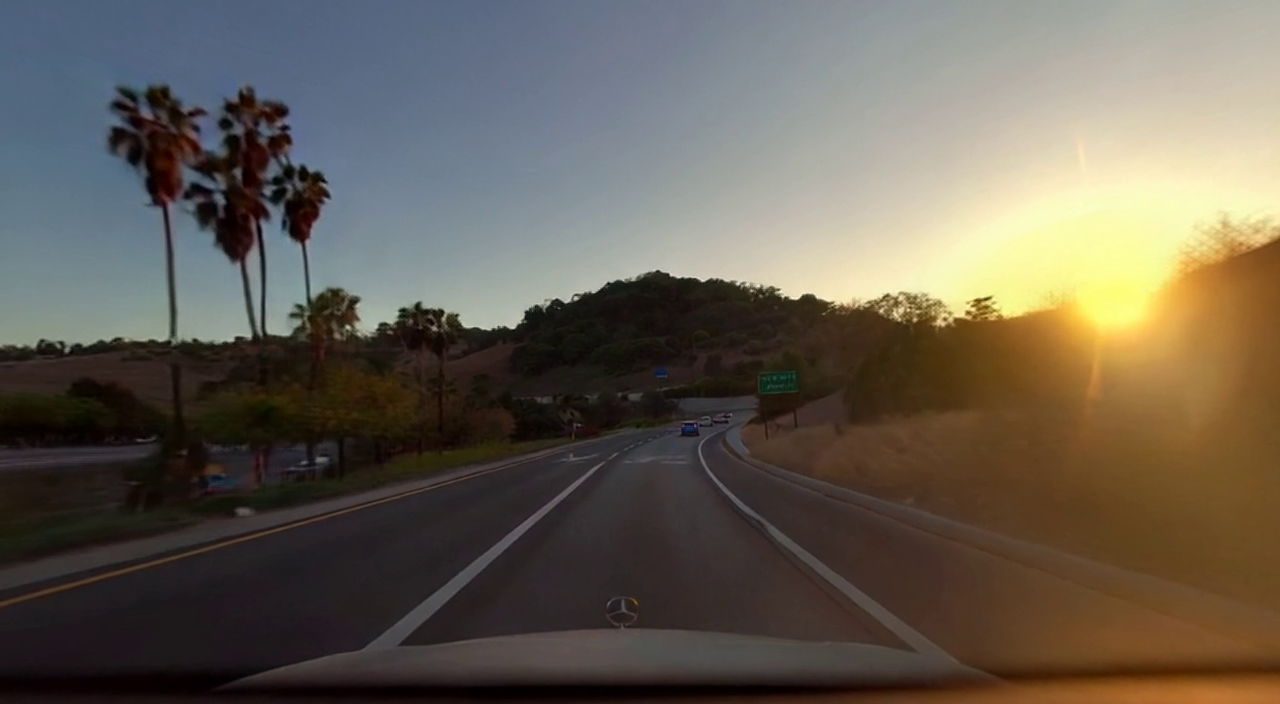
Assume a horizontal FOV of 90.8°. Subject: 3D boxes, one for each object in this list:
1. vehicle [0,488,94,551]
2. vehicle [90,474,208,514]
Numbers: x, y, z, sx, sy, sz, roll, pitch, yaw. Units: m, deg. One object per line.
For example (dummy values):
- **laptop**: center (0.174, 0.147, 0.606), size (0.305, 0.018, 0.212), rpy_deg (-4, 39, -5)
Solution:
- **vehicle**: center (-20.892, 5.492, 20.739), size (1.956, 1.716, 4.330), rpy_deg (0, -8, 0)
- **vehicle**: center (-27.220, 7.869, 35.381), size (2.281, 1.759, 5.531), rpy_deg (0, -8, -2)
